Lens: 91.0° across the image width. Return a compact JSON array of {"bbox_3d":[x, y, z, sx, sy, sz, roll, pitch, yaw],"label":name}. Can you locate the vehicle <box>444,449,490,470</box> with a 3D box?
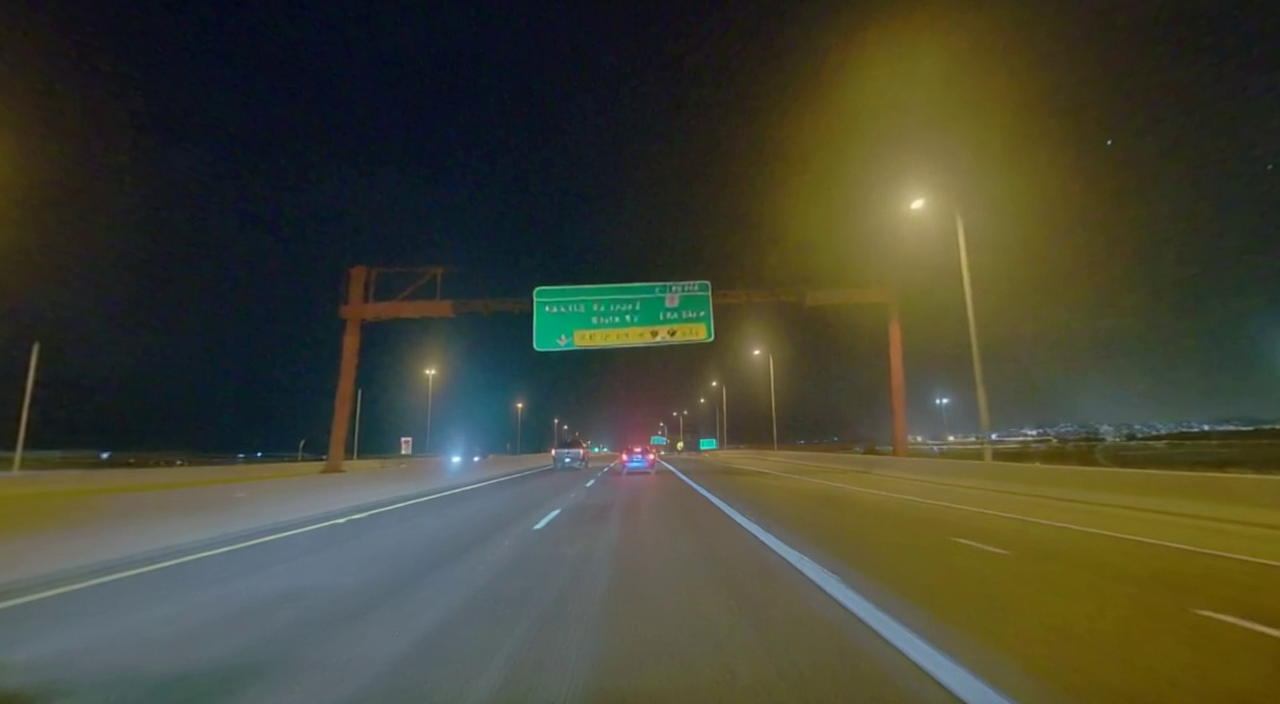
[{"bbox_3d":[-13.272,8.275,48.584,2.059,1.512,4.244,0,-9,3],"label":"vehicle"}]

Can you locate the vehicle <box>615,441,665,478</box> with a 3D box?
[{"bbox_3d":[0.019,4.828,28.569,2.086,1.548,4.325,0,-9,0],"label":"vehicle"}]

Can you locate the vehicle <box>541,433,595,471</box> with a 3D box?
[{"bbox_3d":[-3.757,5.387,33.946,2.264,1.901,4.647,0,-9,1],"label":"vehicle"}]
